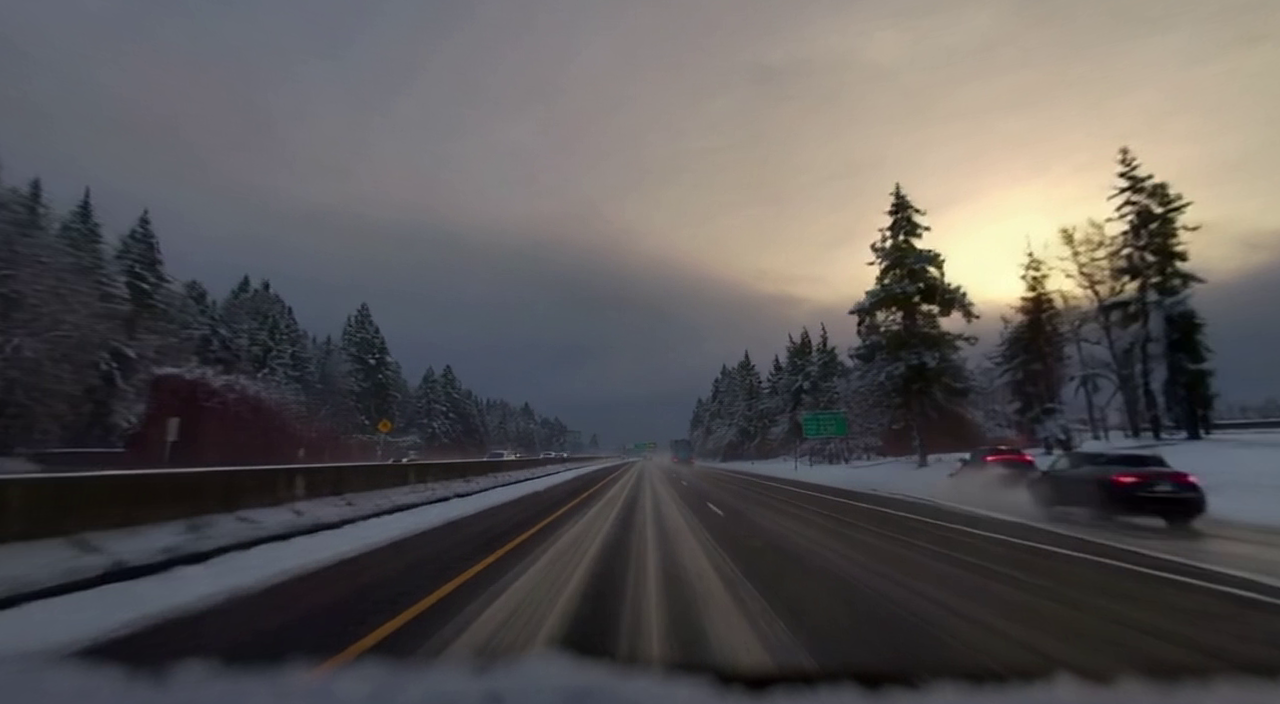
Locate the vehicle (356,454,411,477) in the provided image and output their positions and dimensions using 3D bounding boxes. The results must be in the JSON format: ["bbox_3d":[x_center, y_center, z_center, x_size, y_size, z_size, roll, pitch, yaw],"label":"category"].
[{"bbox_3d":[-18.302,8.084,45.218,1.960,1.529,4.452,0,-9,1],"label":"vehicle"}]

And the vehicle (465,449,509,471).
[{"bbox_3d":[-12.033,8.533,49.935,2.015,1.589,5.138,0,-9,2],"label":"vehicle"}]

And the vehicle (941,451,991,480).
[{"bbox_3d":[18.844,6.500,36.307,2.008,1.534,3.912,-6,-11,33],"label":"vehicle"}]

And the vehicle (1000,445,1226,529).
[{"bbox_3d":[9.802,2.783,13.628,1.842,1.475,4.479,-1,-9,8],"label":"vehicle"}]
